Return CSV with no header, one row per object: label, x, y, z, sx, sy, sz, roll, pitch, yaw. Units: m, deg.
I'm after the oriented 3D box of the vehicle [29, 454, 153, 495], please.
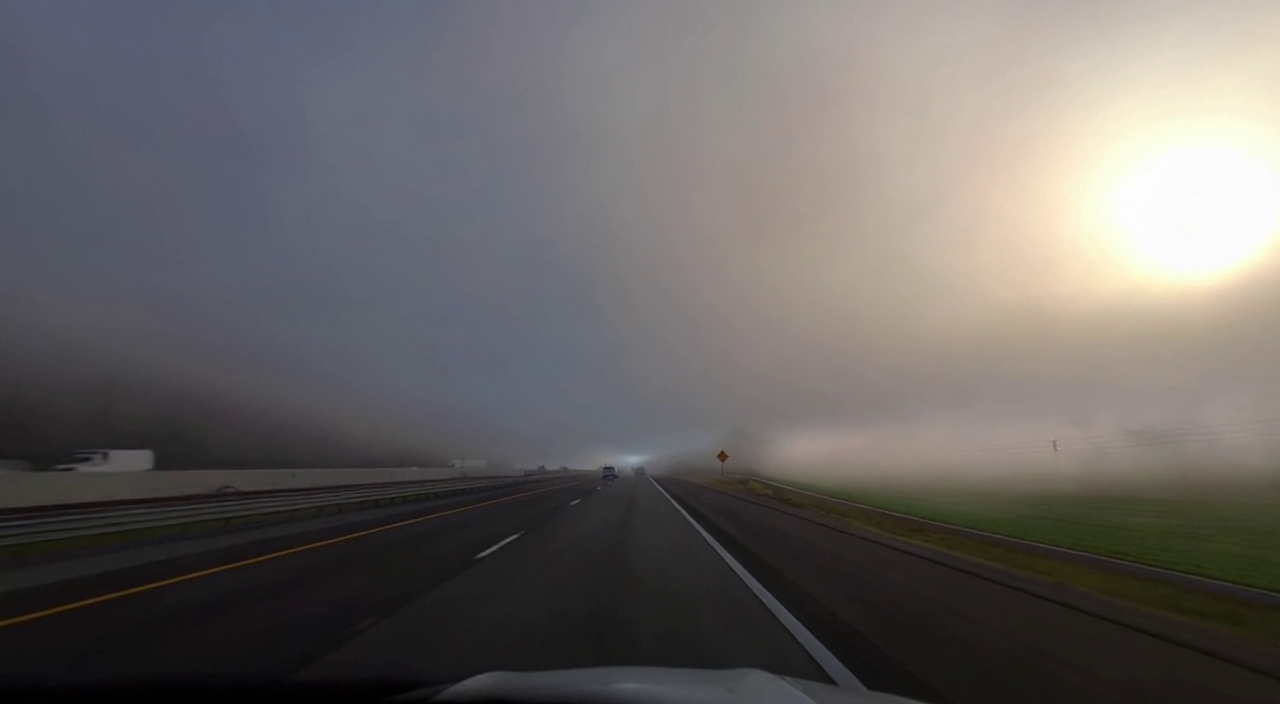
vehicle,-28.815,6.432,33.353,2.094,1.949,5.012,1,-10,-3
